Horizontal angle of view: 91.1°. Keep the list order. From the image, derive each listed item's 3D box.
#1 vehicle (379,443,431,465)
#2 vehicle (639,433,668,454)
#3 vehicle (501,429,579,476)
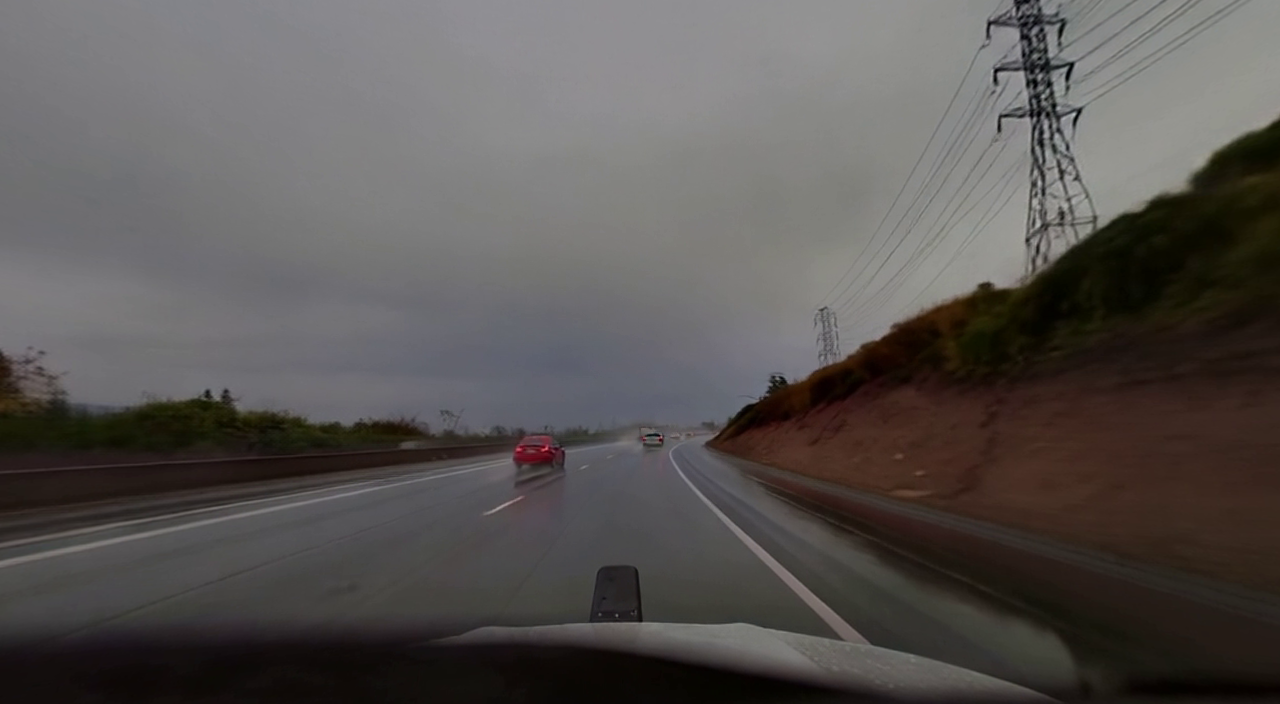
[{"bbox_3d":[-17.527,7.607,47.131,1.912,1.514,4.589,0,-8,2],"label":"vehicle"},{"bbox_3d":[1.096,6.879,47.513,2.077,1.523,4.206,0,-8,3],"label":"vehicle"},{"bbox_3d":[-3.508,3.617,22.935,2.030,1.522,4.250,0,-8,2],"label":"vehicle"}]
